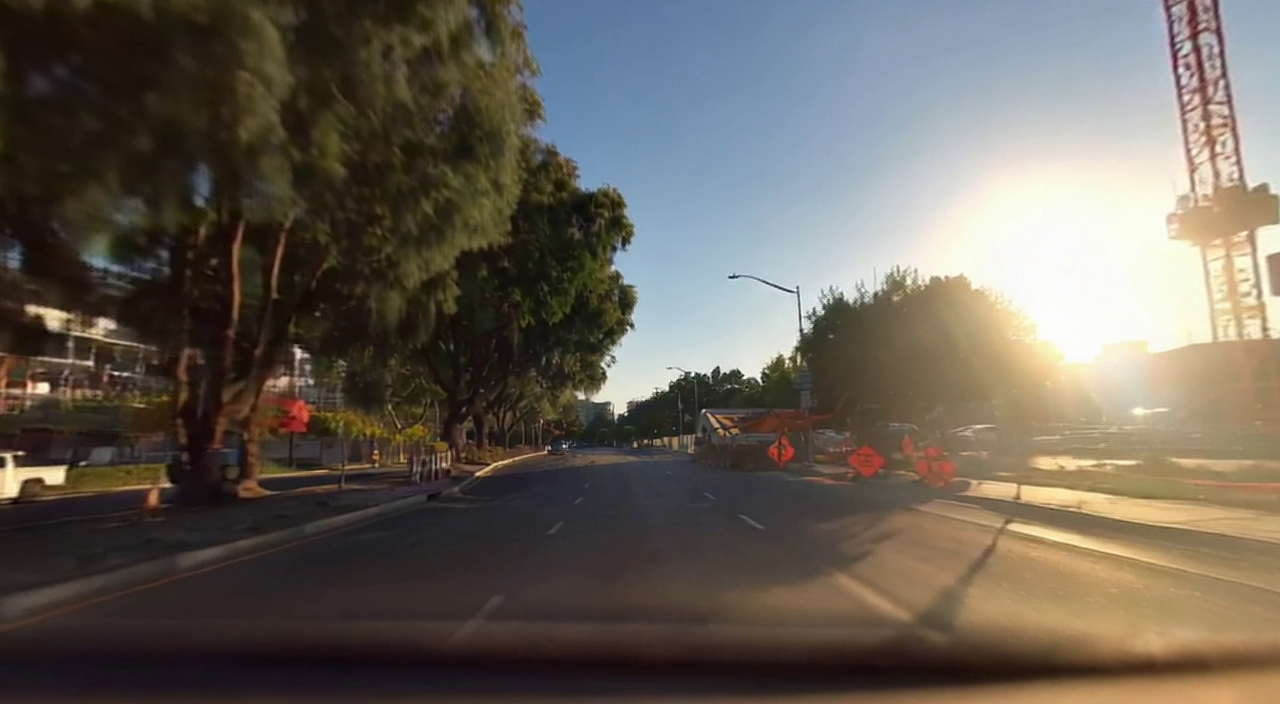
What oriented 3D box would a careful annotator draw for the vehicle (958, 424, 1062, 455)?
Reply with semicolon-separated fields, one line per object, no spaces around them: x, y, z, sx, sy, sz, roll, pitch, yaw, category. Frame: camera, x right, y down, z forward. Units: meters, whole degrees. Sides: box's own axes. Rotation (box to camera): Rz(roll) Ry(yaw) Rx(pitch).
25.295;6.049;43.286;2.420;1.790;5.514;0;-8;-35;vehicle

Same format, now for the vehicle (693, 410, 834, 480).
5.746;4.552;31.053;3.060;2.963;7.552;3;-9;-23;vehicle
